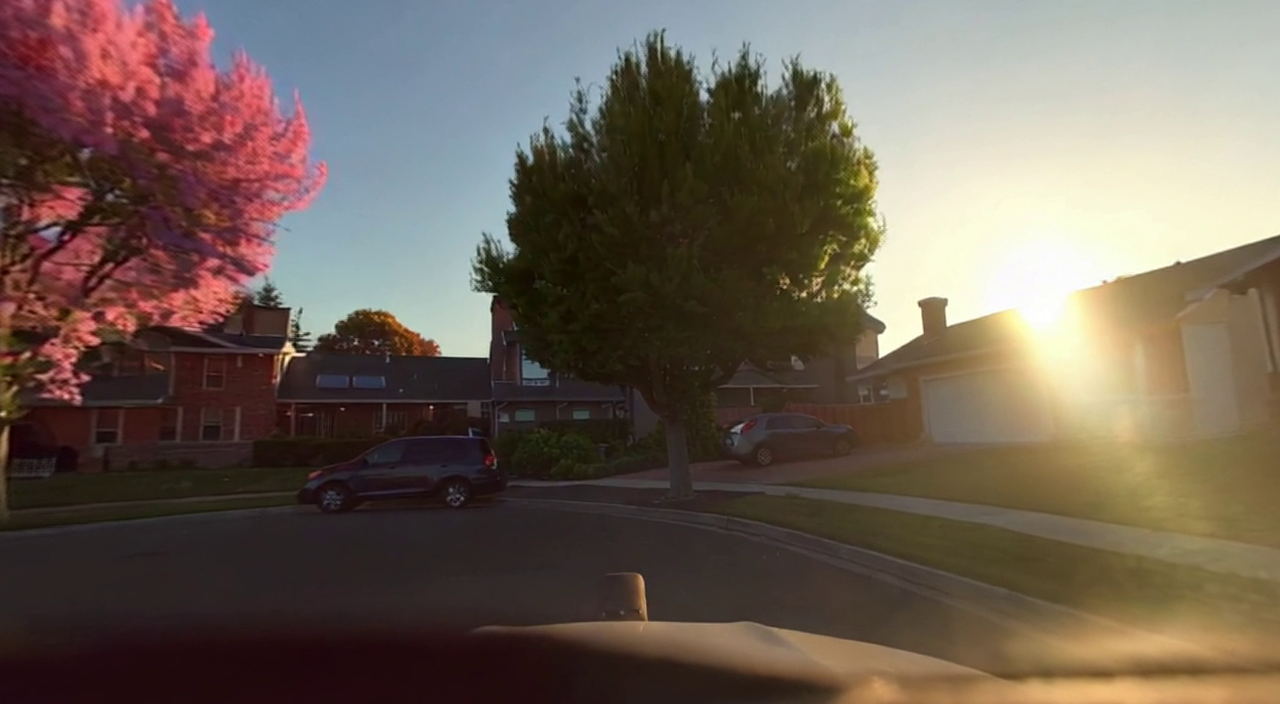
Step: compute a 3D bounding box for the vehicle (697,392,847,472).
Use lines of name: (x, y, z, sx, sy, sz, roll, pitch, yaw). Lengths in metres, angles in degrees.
vehicle: (3.885, 2.240, 18.112, 2.310, 1.701, 4.280, -10, -6, 39)

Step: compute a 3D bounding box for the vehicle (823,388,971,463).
vehicle: (7.253, 1.968, 17.606, 2.152, 1.773, 4.495, -9, -8, 44)

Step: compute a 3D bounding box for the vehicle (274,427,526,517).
vehicle: (-5.282, 2.670, 14.352, 4.815, 1.827, 2.147, -1, -9, 7)
